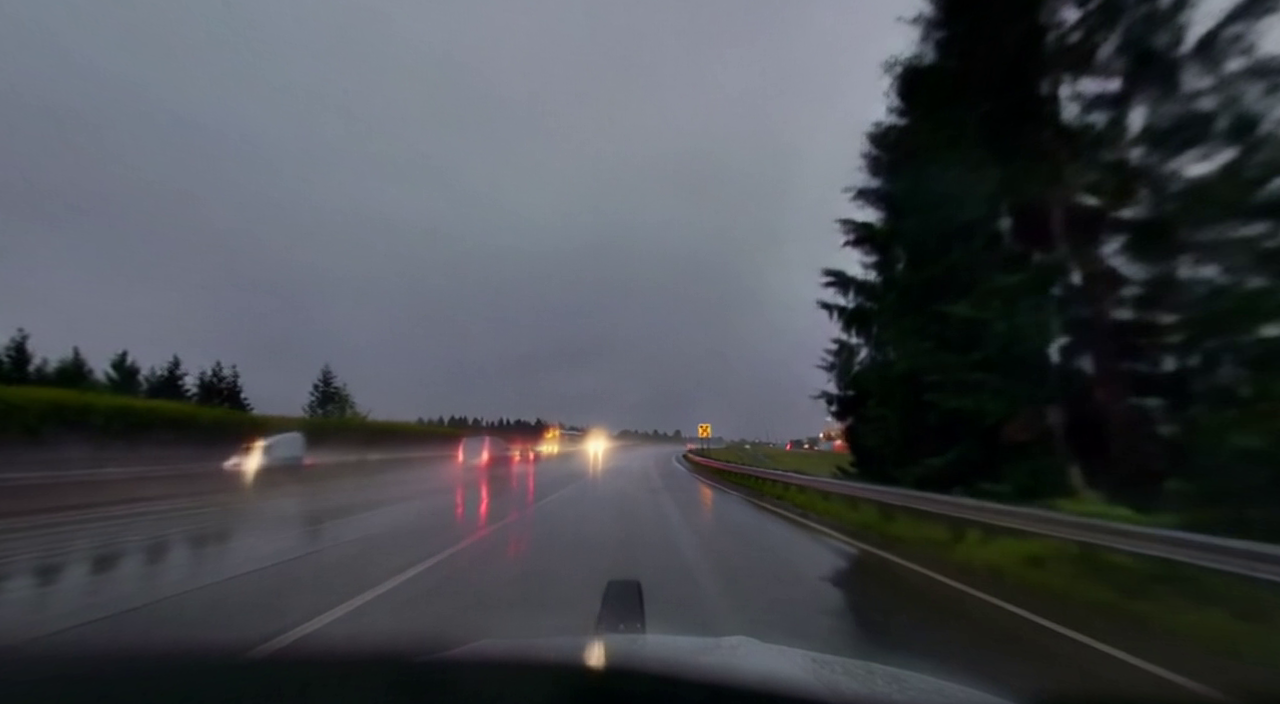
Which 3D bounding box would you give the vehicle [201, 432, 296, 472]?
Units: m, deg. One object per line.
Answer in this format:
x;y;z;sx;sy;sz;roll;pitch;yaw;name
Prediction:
-29.291;7.510;47.586;2.684;2.789;5.961;-2;-9;9;vehicle

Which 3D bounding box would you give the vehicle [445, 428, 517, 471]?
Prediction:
-11.049;6.936;44.774;2.344;2.702;7.709;-1;-9;6;vehicle
